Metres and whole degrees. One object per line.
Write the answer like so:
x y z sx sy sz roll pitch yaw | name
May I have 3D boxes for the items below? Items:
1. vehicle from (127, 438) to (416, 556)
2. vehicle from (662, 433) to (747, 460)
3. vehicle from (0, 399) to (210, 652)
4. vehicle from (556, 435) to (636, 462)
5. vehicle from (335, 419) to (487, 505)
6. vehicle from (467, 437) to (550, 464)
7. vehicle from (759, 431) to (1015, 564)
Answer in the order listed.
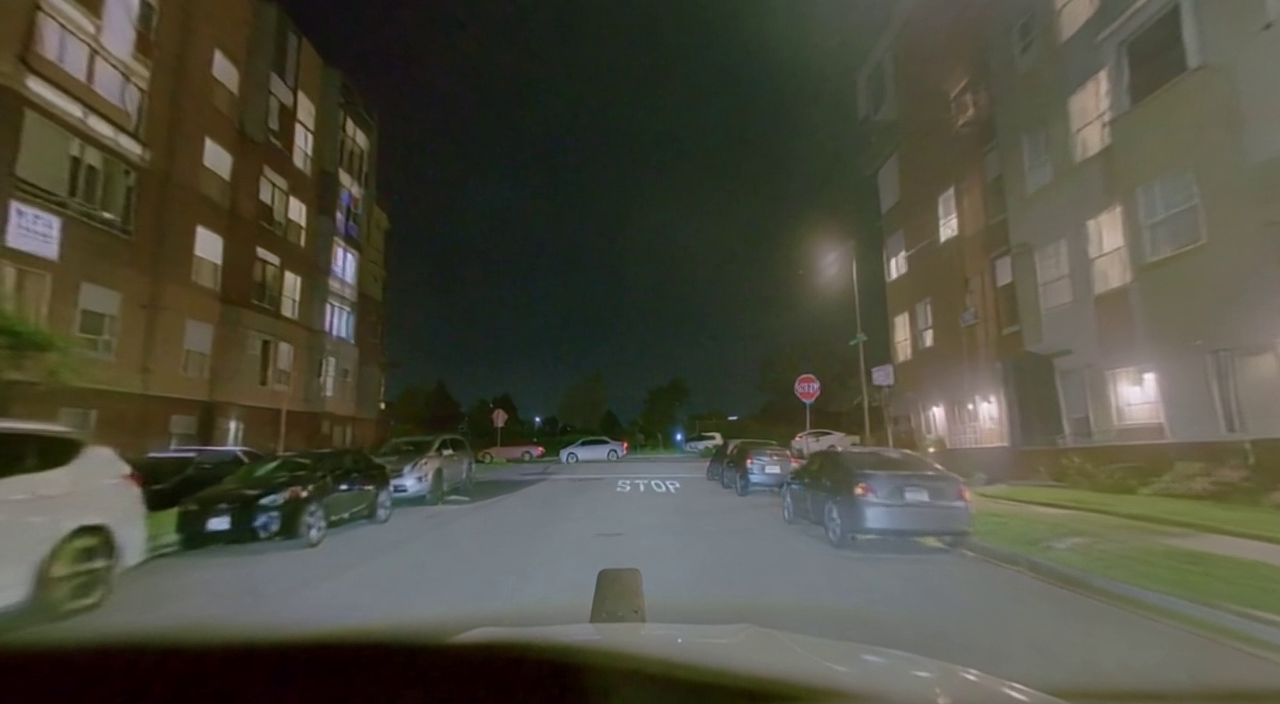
-5.578 2.199 10.472 2.129 1.505 4.510 0 -8 -1 | vehicle
3.670 5.470 36.647 4.681 1.480 1.817 0 -8 -3 | vehicle
-5.570 1.208 4.330 2.075 1.774 4.596 0 -8 -2 | vehicle
-2.525 5.563 36.454 4.489 1.470 1.776 1 -8 -3 | vehicle
-5.865 2.895 17.211 2.208 1.903 6.040 1 -8 -4 | vehicle
-7.443 5.623 36.146 4.423 1.449 1.813 1 -8 -5 | vehicle
3.250 1.974 9.442 1.919 1.490 4.339 0 -8 -2 | vehicle
